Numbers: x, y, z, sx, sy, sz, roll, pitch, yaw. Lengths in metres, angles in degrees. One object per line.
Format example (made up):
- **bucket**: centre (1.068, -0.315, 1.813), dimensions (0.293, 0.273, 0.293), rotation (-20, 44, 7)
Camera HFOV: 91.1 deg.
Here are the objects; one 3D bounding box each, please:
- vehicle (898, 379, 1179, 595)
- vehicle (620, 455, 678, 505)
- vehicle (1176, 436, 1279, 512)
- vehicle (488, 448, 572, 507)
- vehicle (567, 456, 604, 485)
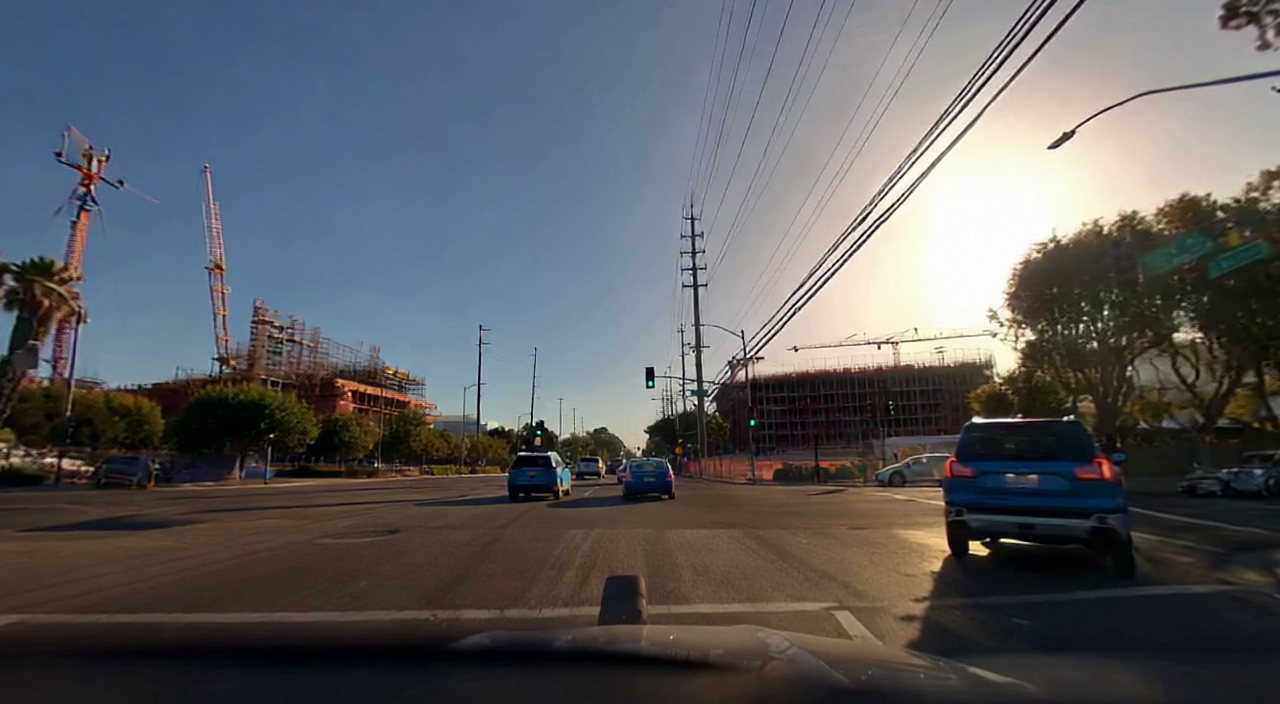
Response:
- **vehicle**: centre (5.293, 1.794, 9.397), dimensions (2.458, 2.149, 5.577), rotation (-4, -9, 22)
- **vehicle**: centre (0.336, 4.880, 24.341), dimensions (2.059, 1.691, 3.980), rotation (0, -9, 0)
- **vehicle**: centre (16.904, 3.080, 16.237), dimensions (4.512, 1.767, 1.980), rotation (1, -9, -8)
- **vehicle**: centre (-3.700, 4.314, 22.065), dimensions (2.078, 1.804, 4.387), rotation (0, -9, 1)
- **vehicle**: centre (-3.524, 7.751, 41.456), dimensions (1.910, 1.713, 4.786), rotation (0, -9, 1)
